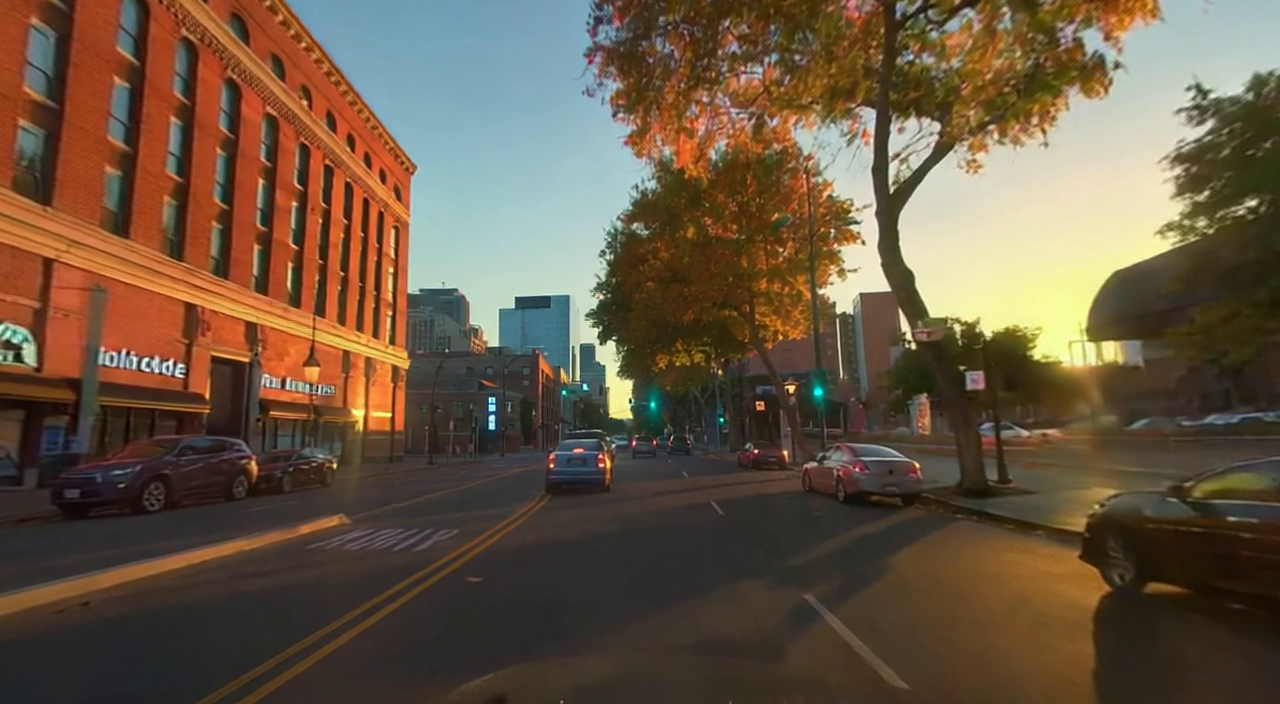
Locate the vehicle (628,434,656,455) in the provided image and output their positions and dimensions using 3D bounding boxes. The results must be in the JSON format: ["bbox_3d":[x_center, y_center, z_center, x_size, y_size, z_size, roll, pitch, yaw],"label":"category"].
[{"bbox_3d":[0.111,7.325,49.910,2.102,1.521,4.078,0,-8,-2],"label":"vehicle"}]

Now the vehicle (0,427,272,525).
[{"bbox_3d":[-12.586,3.056,16.302,2.384,2.044,6.030,0,-8,1],"label":"vehicle"}]

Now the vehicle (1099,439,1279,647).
[{"bbox_3d":[5.769,1.354,4.226,1.961,1.533,4.473,0,-8,0],"label":"vehicle"}]

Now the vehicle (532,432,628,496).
[{"bbox_3d":[-1.591,2.864,16.579,2.169,1.427,4.531,1,-8,-6],"label":"vehicle"}]

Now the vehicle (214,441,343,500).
[{"bbox_3d":[-12.560,4.101,22.310,2.000,1.708,4.494,-3,-8,-1],"label":"vehicle"}]

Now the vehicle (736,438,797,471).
[{"bbox_3d":[6.017,4.947,30.570,1.956,1.446,4.537,0,-8,-1],"label":"vehicle"}]

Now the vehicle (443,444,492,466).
[{"bbox_3d":[-12.425,7.409,45.642,2.075,1.472,4.638,0,-8,2],"label":"vehicle"}]

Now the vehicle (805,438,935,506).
[{"bbox_3d":[5.822,3.058,16.526,1.986,1.555,3.879,0,-8,1],"label":"vehicle"}]
